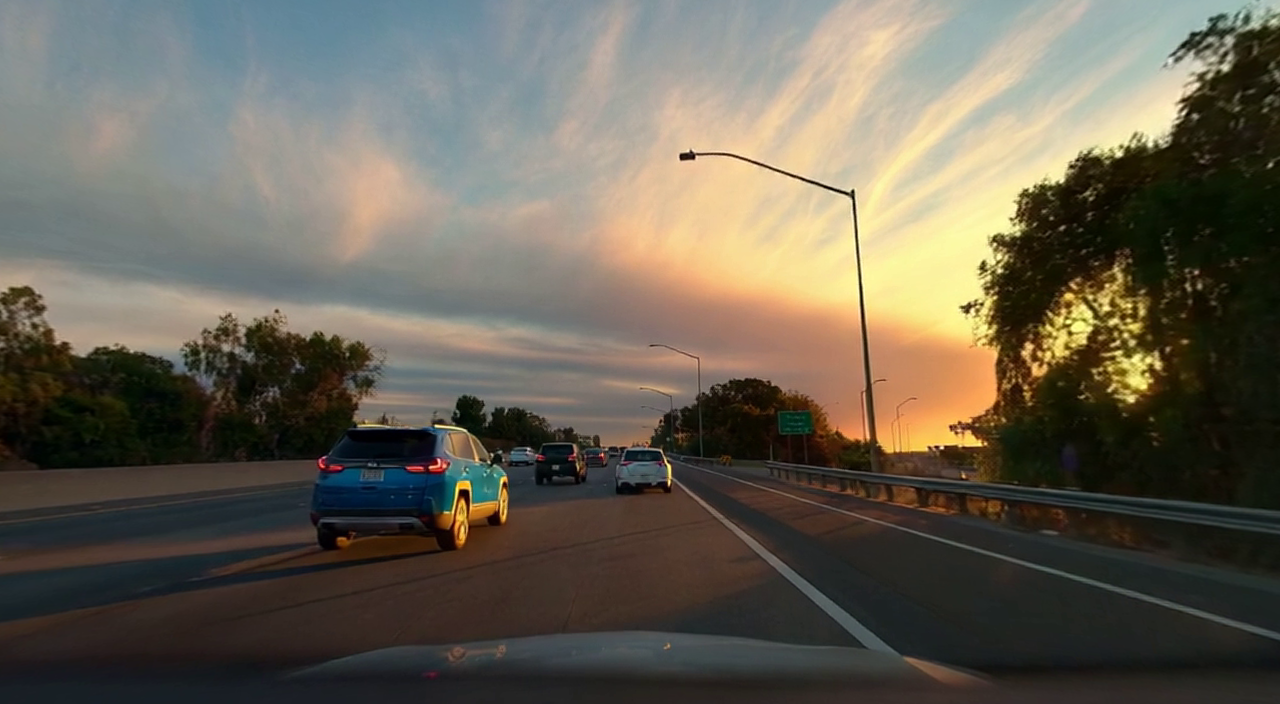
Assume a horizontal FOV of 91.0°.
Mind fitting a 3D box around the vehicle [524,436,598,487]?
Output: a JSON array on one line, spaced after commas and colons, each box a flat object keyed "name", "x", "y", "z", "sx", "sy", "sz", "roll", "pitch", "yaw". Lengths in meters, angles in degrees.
[{"name": "vehicle", "x": -2.942, "y": 4.228, "z": 24.602, "sx": 2.125, "sy": 1.771, "sz": 4.721, "roll": 0, "pitch": -9, "yaw": 2}]

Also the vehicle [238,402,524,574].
[{"name": "vehicle", "x": -3.132, "y": 1.755, "z": 8.796, "sx": 2.123, "sy": 1.798, "sz": 4.108, "roll": 0, "pitch": -9, "yaw": 2}]

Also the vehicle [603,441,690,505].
[{"name": "vehicle", "x": 0.135, "y": 3.193, "z": 16.997, "sx": 2.068, "sy": 1.488, "sz": 4.045, "roll": 0, "pitch": -9, "yaw": -1}]
